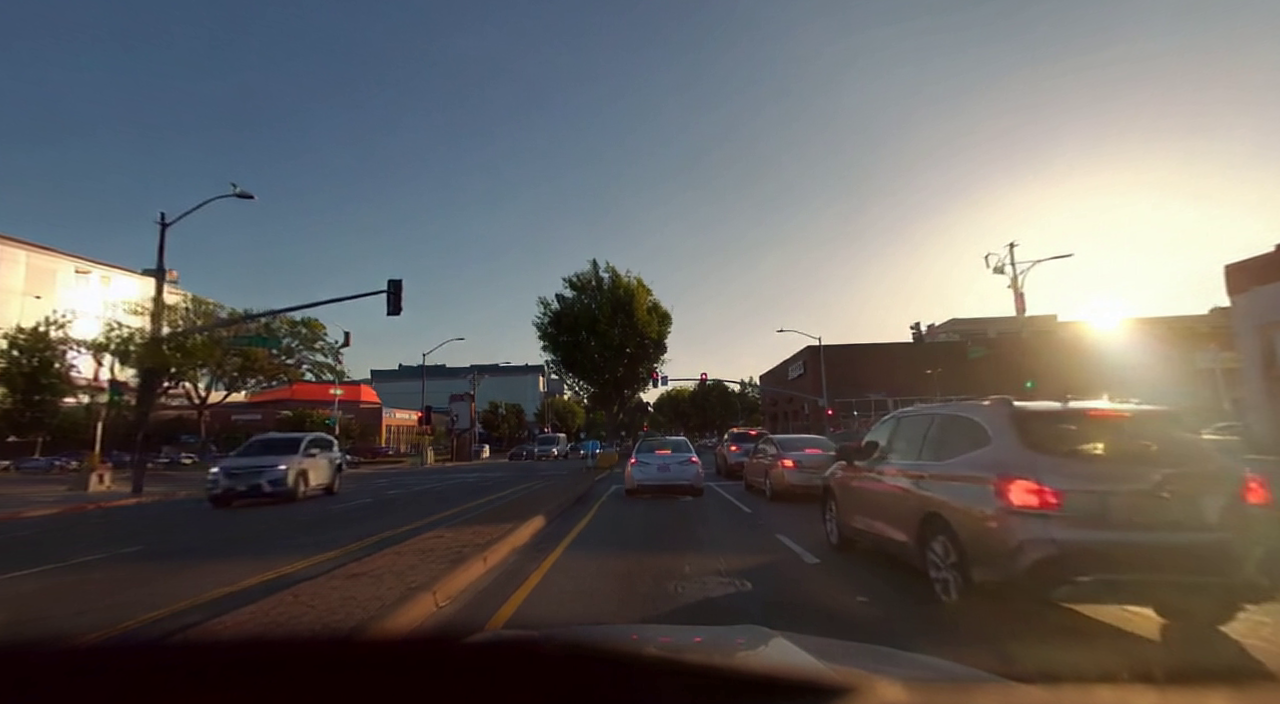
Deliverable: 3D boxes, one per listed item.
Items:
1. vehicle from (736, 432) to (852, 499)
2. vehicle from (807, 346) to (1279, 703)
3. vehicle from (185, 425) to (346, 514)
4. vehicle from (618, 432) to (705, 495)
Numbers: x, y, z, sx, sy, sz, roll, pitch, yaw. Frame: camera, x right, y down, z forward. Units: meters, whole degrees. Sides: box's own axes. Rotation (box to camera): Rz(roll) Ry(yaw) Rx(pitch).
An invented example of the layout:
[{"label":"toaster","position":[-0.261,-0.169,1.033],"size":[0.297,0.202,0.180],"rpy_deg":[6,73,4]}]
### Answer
[{"label":"vehicle","position":[3.794,2.877,16.369],"size":[1.883,1.480,4.489],"rpy_deg":[0,-8,0]},{"label":"vehicle","position":[3.199,1.211,5.688],"size":[2.038,1.787,4.946],"rpy_deg":[0,-8,0]},{"label":"vehicle","position":[-8.651,2.716,15.122],"size":[2.106,1.751,4.554],"rpy_deg":[2,-9,-15]},{"label":"vehicle","position":[0.513,2.961,17.076],"size":[2.073,1.496,3.892],"rpy_deg":[0,-8,0]}]
